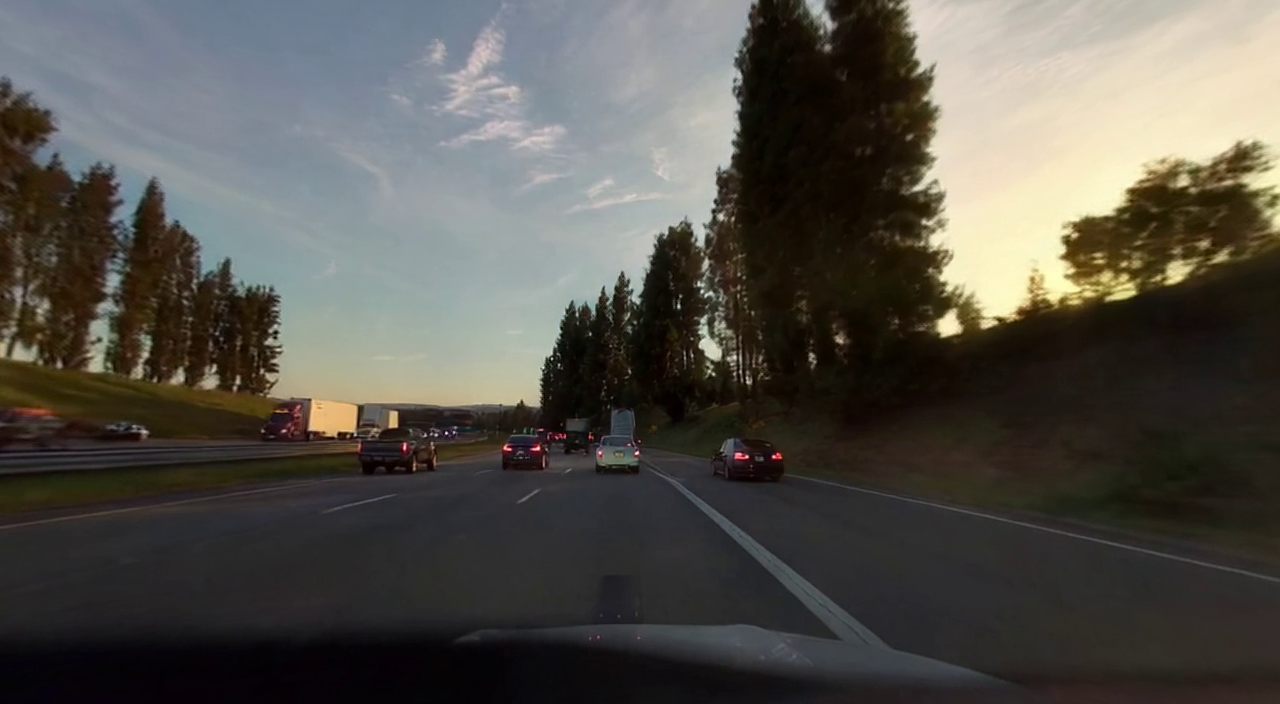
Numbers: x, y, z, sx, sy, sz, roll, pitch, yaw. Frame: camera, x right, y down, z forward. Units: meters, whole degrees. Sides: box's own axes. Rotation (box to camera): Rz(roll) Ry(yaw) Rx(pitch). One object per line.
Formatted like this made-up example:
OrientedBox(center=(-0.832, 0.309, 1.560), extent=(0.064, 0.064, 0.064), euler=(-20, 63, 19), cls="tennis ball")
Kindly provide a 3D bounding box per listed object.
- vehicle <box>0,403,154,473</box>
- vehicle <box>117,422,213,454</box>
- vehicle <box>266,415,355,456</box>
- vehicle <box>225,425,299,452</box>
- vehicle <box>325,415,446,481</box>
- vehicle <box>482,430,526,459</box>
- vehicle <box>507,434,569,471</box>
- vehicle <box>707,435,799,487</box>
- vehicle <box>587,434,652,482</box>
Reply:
OrientedBox(center=(-14.837, 2.157, 15.733), extent=(1.885, 1.496, 4.446), euler=(0, -8, -2), cls="vehicle")
OrientedBox(center=(-23.395, 4.262, 31.179), extent=(1.773, 1.462, 3.985), euler=(0, -8, -2), cls="vehicle")
OrientedBox(center=(-15.454, 3.956, 29.778), extent=(1.919, 1.761, 4.413), euler=(0, -8, -2), cls="vehicle")
OrientedBox(center=(-23.615, 5.427, 39.468), extent=(2.068, 1.563, 4.337), euler=(0, -8, -2), cls="vehicle")
OrientedBox(center=(-8.293, 3.162, 21.040), extent=(2.158, 1.943, 4.662), euler=(0, -8, -1), cls="vehicle")
OrientedBox(center=(-8.972, 6.108, 41.699), extent=(1.992, 1.838, 4.493), euler=(0, -8, -1), cls="vehicle")
OrientedBox(center=(-4.456, 4.456, 28.120), extent=(2.046, 1.493, 4.384), euler=(0, -8, 0), cls="vehicle")
OrientedBox(center=(3.540, 3.471, 20.519), extent=(1.981, 1.474, 4.396), euler=(0, -8, -3), cls="vehicle")
OrientedBox(center=(-0.673, 3.523, 21.267), extent=(1.980, 1.478, 3.758), euler=(0, -8, -1), cls="vehicle")
